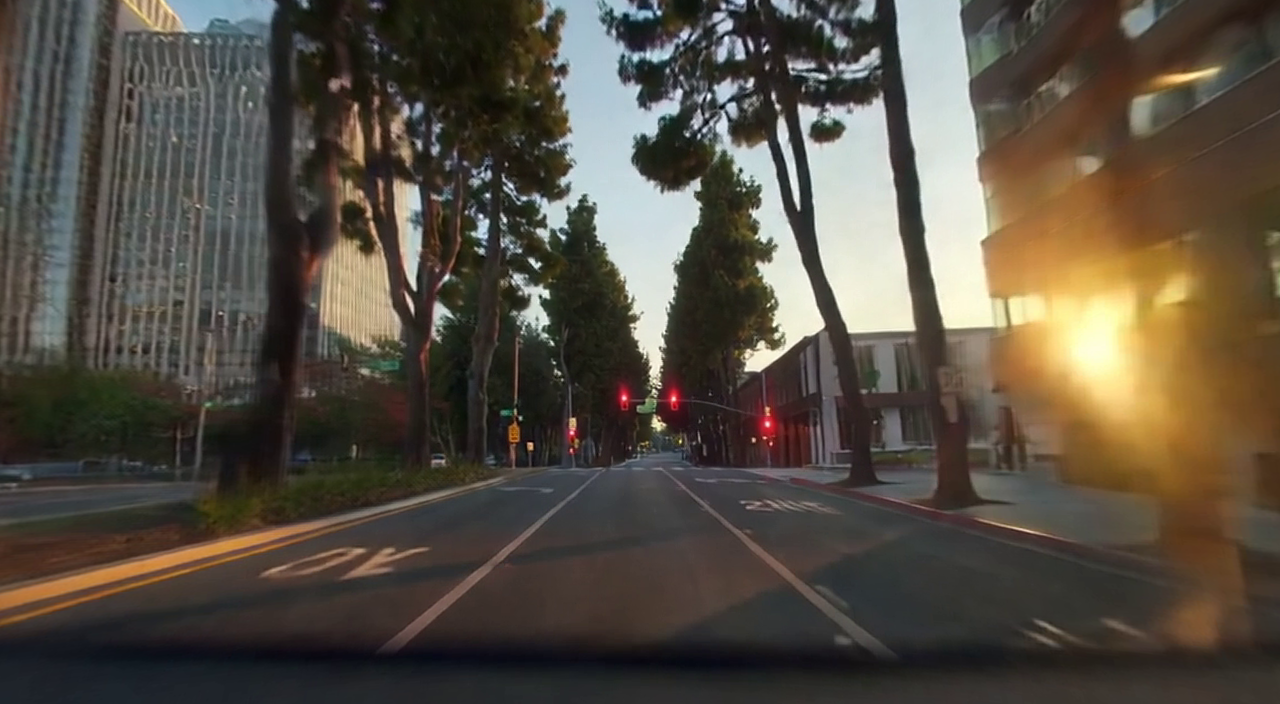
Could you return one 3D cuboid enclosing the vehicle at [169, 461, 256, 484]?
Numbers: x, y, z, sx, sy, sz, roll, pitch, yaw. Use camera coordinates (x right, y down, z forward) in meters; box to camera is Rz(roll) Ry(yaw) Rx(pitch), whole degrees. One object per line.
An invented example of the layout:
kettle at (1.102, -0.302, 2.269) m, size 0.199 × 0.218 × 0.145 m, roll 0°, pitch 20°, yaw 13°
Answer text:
vehicle at (-31.397, 8.843, 46.464) m, size 4.758 × 1.549 × 2.194 m, roll 0°, pitch -9°, yaw -2°
